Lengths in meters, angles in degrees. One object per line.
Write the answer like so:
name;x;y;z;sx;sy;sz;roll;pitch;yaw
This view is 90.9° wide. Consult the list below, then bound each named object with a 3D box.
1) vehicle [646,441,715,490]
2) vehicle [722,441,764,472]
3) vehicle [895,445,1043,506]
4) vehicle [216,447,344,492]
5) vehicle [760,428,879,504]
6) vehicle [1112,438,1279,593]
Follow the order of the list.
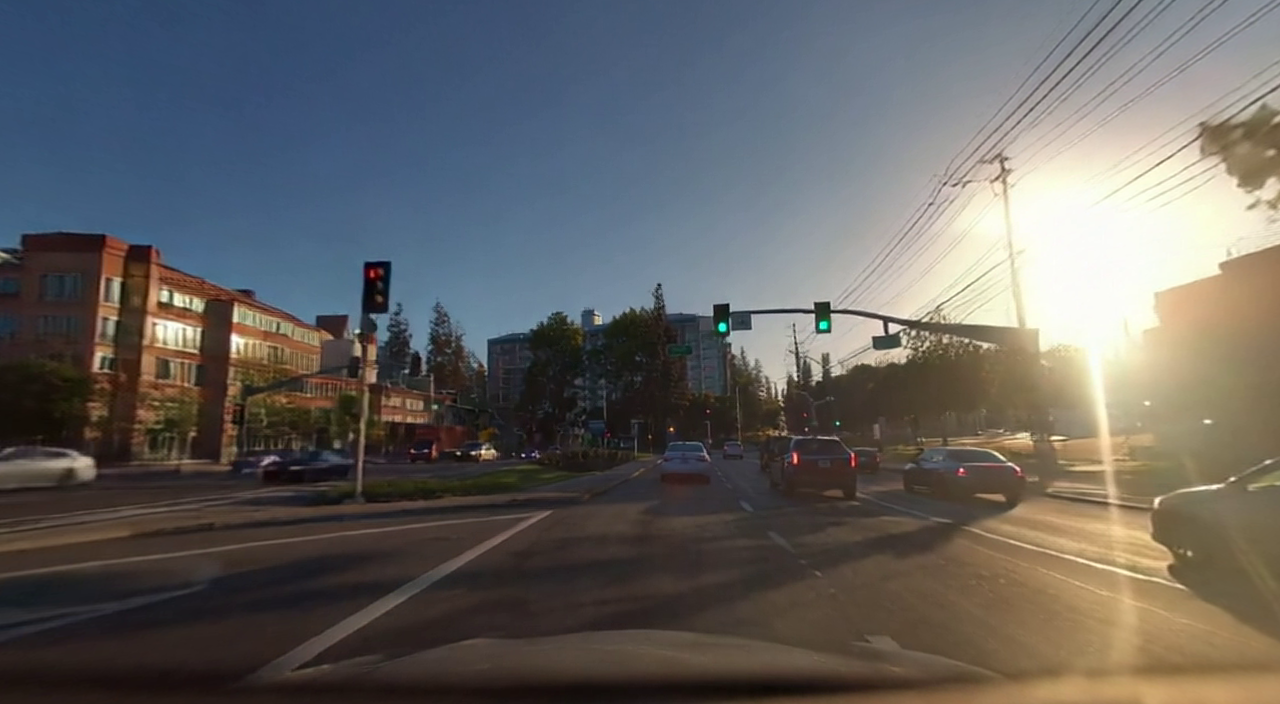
vehicle;1.456;3.897;22.088;2.168;1.527;4.174;-1;-8;5
vehicle;5.702;5.825;35.312;1.896;1.612;4.203;-1;-8;4
vehicle;9.058;3.387;17.866;1.882;1.463;4.543;0;-8;2
vehicle;-12.326;4.026;21.955;1.779;1.388;4.210;0;-8;4
vehicle;4.831;3.133;17.819;2.119;1.810;4.848;0;-8;3
vehicle;7.073;1.547;5.887;1.866;1.471;4.478;0;-8;1
